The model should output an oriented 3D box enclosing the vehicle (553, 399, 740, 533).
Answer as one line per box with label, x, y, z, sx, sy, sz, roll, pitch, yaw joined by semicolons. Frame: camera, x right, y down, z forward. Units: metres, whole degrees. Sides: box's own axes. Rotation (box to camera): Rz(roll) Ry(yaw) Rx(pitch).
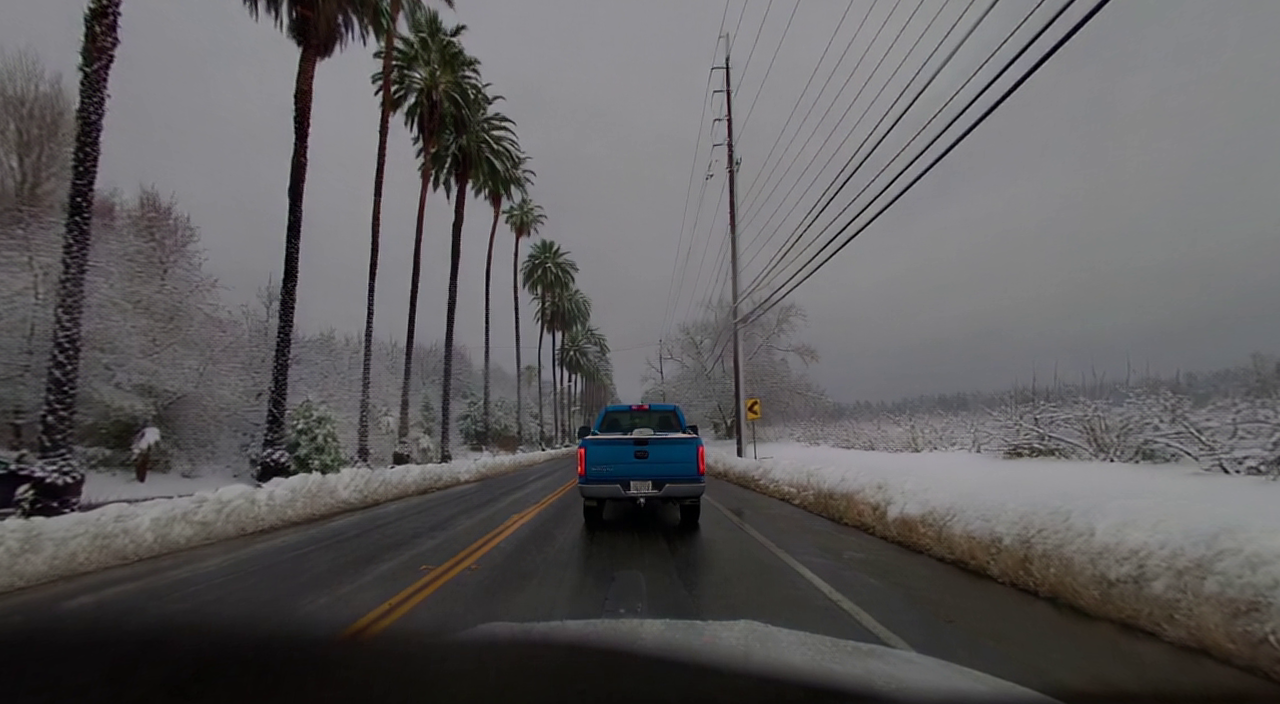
vehicle;0.052;2.156;12.498;2.803;2.005;5.885;0;-8;-1
